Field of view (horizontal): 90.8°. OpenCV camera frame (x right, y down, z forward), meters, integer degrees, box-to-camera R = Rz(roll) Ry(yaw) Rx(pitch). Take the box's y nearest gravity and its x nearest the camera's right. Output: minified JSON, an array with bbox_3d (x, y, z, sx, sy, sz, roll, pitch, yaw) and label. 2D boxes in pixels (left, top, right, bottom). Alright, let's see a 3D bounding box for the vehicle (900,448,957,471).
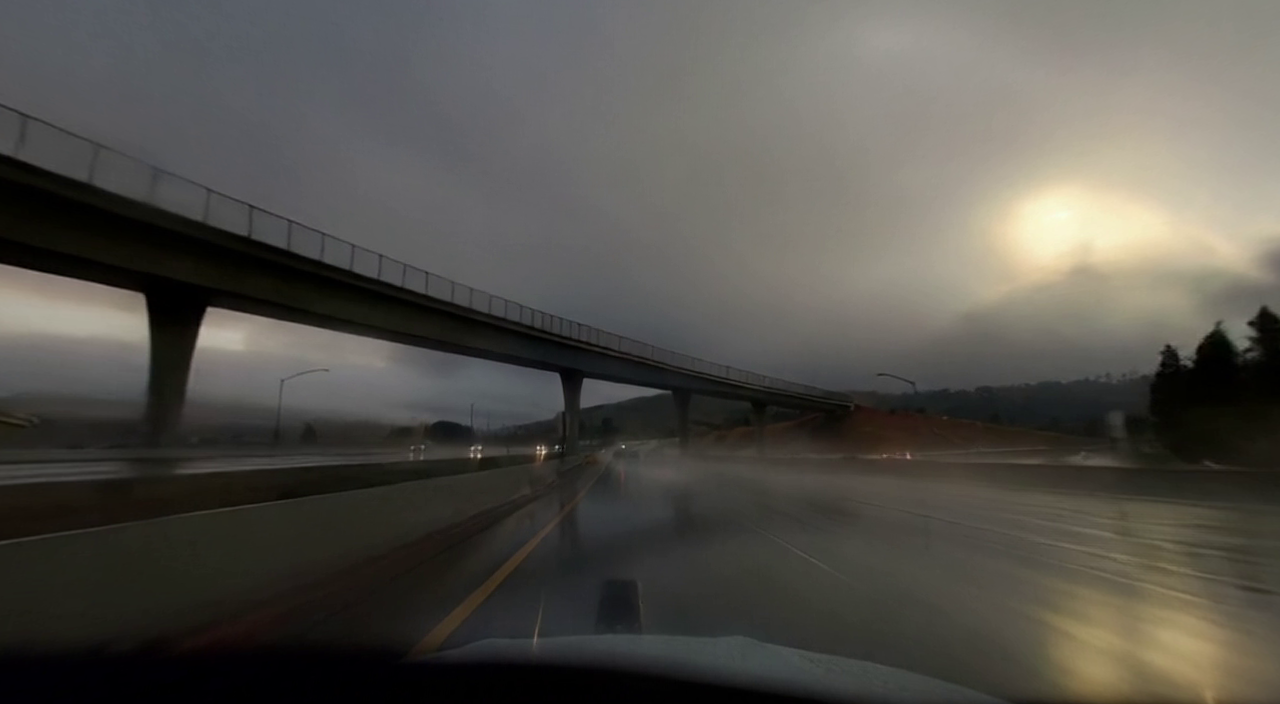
[{"bbox_3d":[20.103,7.474,44.196,1.885,1.510,4.372,0,-9,-1],"label":"vehicle"}]
